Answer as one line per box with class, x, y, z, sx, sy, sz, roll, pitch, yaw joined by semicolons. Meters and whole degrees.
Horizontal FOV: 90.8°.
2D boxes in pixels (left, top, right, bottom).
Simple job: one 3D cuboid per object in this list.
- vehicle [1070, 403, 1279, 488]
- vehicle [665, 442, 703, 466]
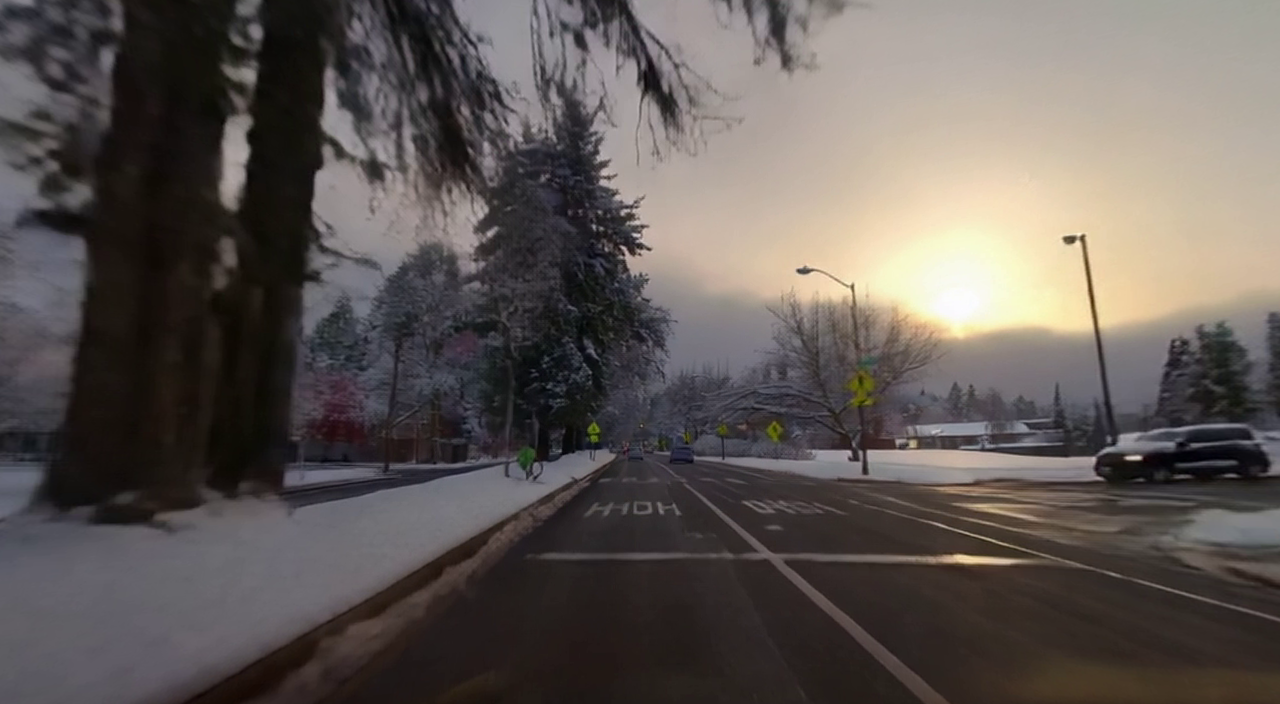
vehicle;18.185;3.117;21.403;5.378;2.566;2.402;-1;-6;-2
vehicle;2.931;6.928;43.033;2.142;1.501;4.273;0;-8;-1
